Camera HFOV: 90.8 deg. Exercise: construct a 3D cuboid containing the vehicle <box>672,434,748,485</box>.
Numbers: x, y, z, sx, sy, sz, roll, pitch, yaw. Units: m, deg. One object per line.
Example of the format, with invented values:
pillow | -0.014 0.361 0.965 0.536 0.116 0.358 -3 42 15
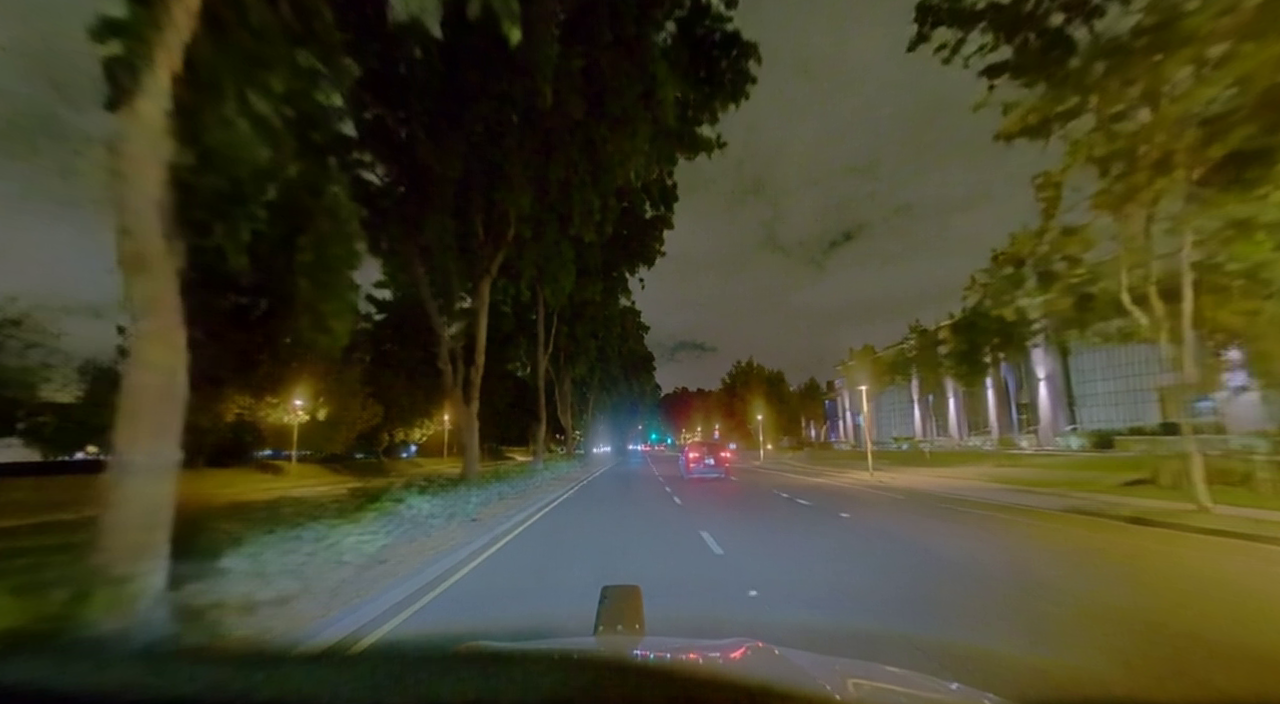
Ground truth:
vehicle | 2.533 4.065 24.275 2.240 1.740 4.605 0 -8 -2
